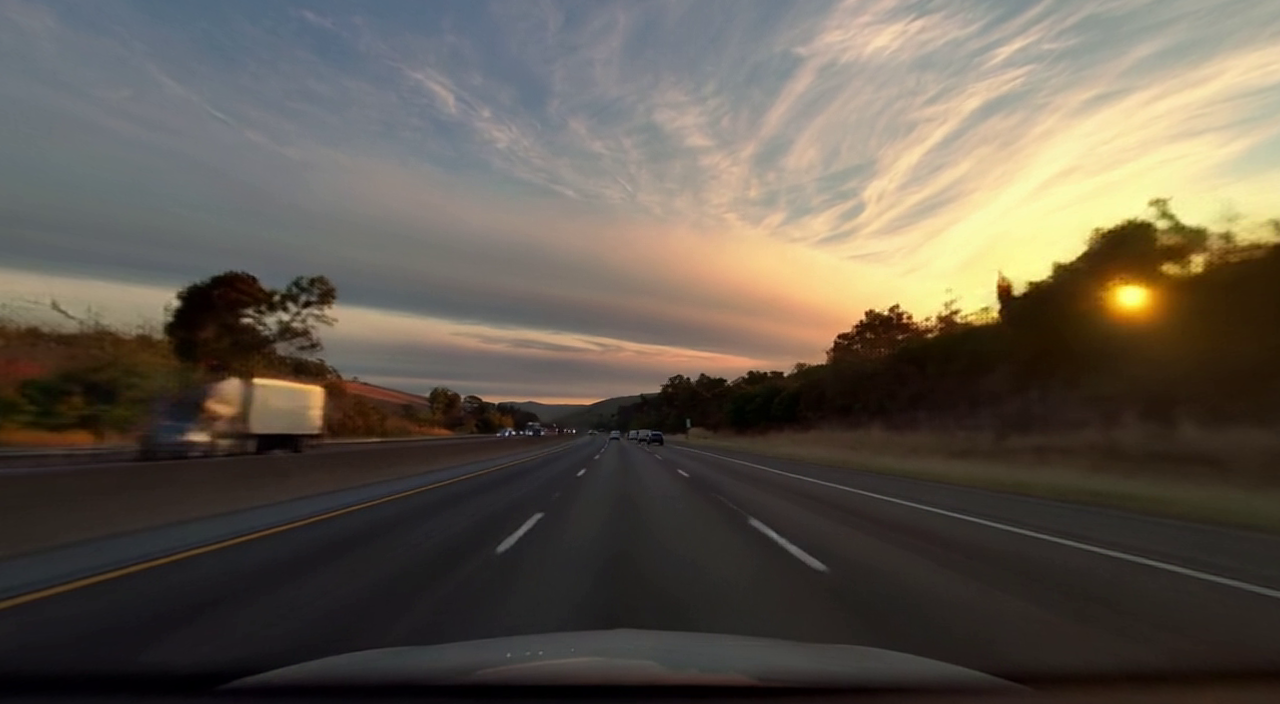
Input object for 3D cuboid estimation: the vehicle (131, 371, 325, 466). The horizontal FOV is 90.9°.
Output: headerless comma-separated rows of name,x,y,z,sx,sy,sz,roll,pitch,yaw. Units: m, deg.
vehicle,-19.909,3.467,31.667,2.945,3.987,10.214,0,-8,-1
